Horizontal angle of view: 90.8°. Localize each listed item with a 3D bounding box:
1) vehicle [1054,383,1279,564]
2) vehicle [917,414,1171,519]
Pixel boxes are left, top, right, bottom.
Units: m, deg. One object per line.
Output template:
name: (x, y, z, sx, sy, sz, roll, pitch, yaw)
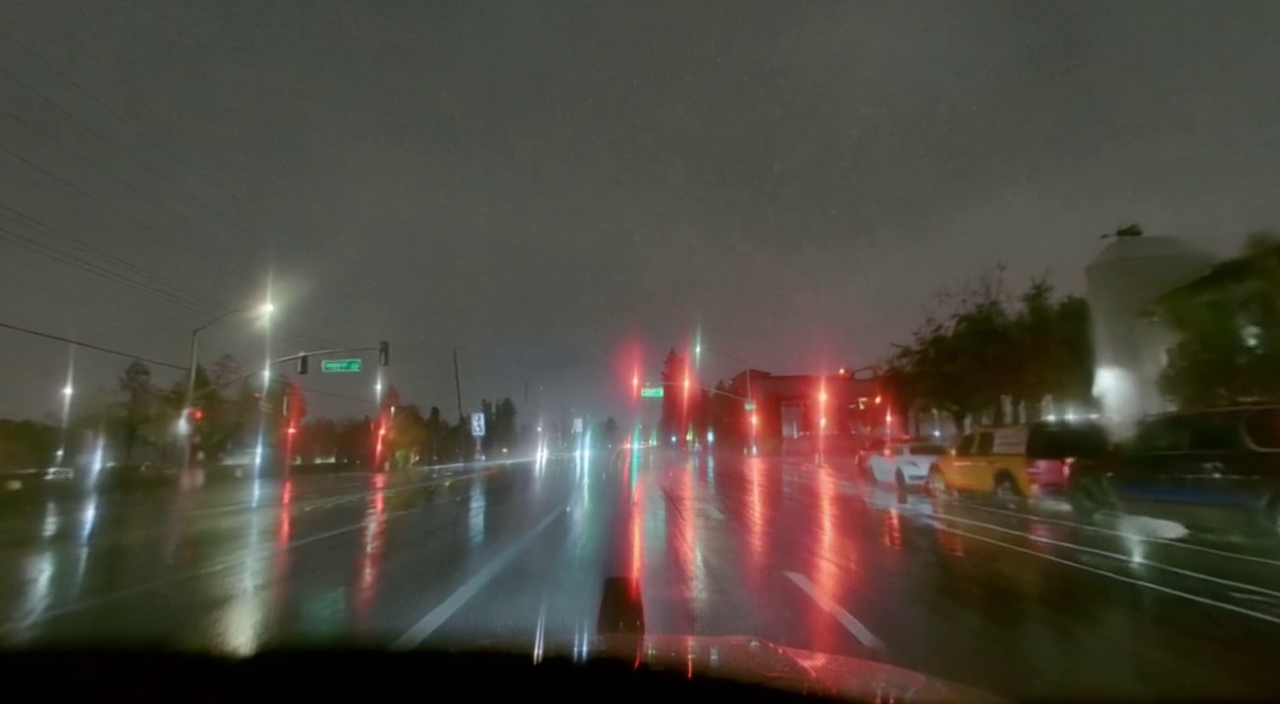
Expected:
vehicle: (7.790, 1.404, 7.504, 2.130, 1.877, 5.334, 0, -9, 0)
vehicle: (7.908, 2.293, 13.132, 2.063, 1.749, 4.776, 0, -9, 0)
